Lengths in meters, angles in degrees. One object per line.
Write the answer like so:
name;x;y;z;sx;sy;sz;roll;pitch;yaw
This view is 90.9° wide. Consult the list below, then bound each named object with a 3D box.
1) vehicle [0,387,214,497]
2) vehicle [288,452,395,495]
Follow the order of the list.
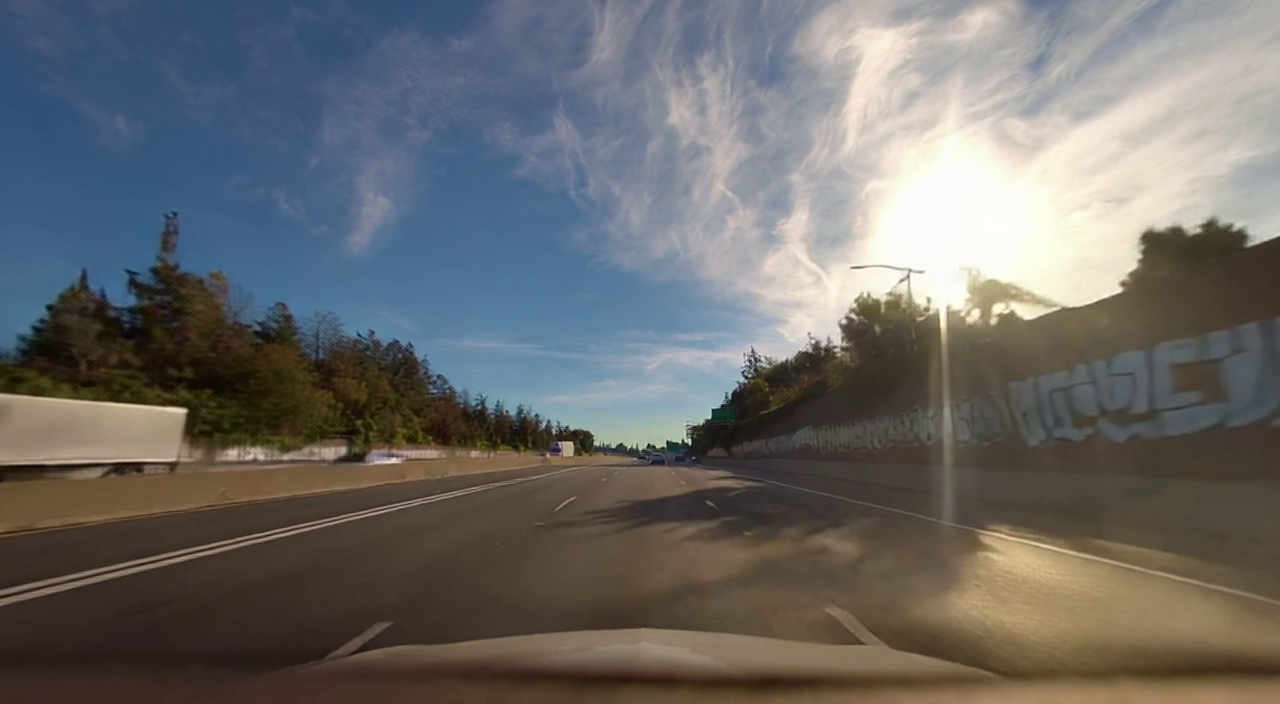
vehicle;-25.222;3.882;26.810;2.885;4.105;14.085;-1;-9;7
vehicle;-12.037;4.884;25.799;2.025;1.564;4.626;0;-9;1
